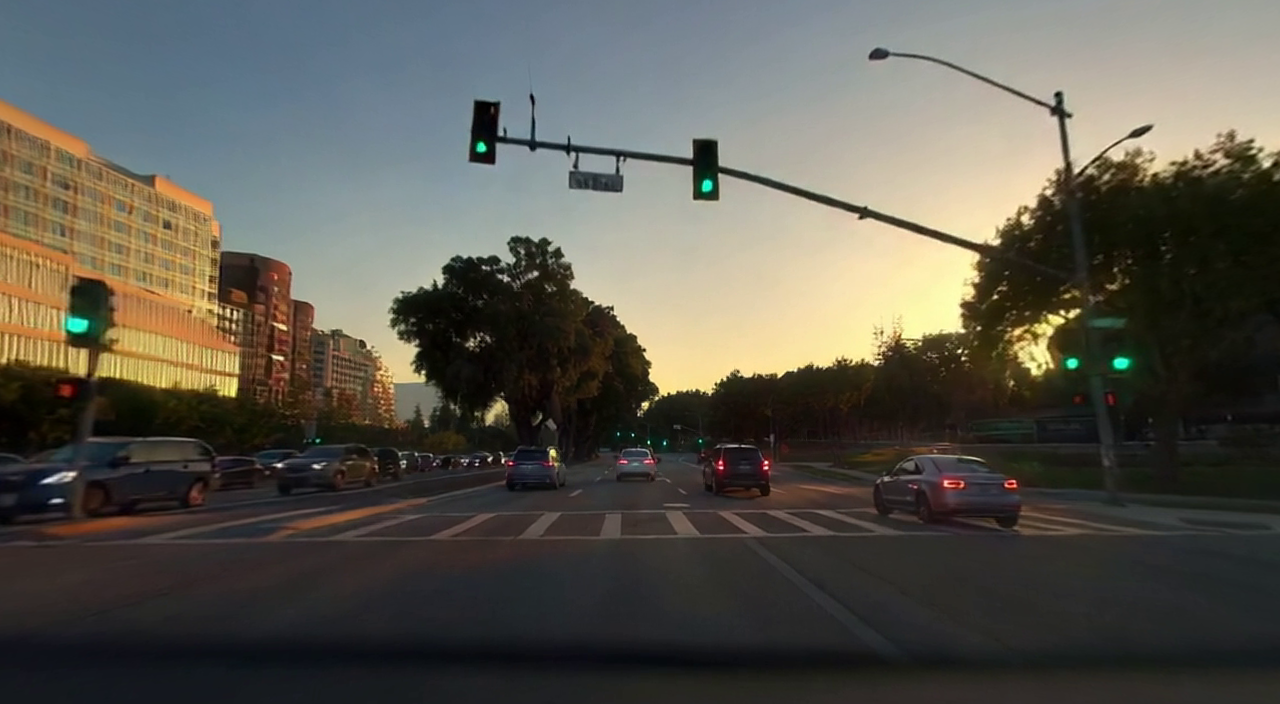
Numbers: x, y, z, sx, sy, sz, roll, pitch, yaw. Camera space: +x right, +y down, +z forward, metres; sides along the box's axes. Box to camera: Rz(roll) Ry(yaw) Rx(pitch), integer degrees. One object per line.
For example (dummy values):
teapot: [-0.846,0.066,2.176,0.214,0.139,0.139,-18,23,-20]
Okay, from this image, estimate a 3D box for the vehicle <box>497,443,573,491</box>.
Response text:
vehicle: [-3.944,4.401,24.471,2.172,1.671,4.175,0,-8,0]

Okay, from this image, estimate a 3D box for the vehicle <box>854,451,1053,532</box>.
vehicle: [6.378,2.839,13.537,1.945,1.408,4.288,0,-9,-2]

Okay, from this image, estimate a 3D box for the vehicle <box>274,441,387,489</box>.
vehicle: [-12.693,4.642,26.391,2.259,1.804,4.990,0,-9,-1]

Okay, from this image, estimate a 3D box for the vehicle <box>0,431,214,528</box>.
vehicle: [-12.379,2.715,14.154,2.208,1.773,4.900,0,-8,0]

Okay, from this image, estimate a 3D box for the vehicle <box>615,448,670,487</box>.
vehicle: [0.050,4.929,27.297,2.155,1.486,4.403,0,-8,-1]

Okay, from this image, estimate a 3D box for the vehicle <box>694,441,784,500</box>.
vehicle: [3.119,3.828,20.892,2.161,1.716,4.194,0,-9,-2]

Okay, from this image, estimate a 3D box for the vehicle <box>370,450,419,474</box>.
vehicle: [-19.194,8.589,49.607,2.186,1.676,4.444,-1,-8,-1]
